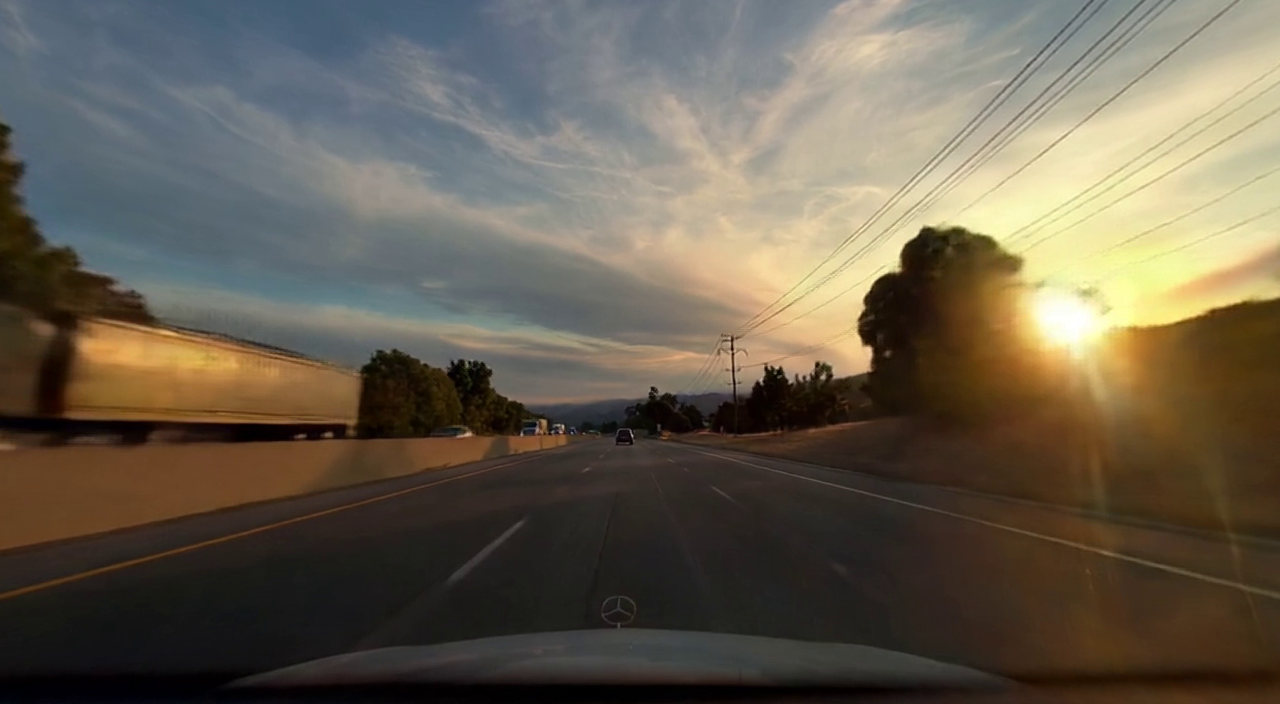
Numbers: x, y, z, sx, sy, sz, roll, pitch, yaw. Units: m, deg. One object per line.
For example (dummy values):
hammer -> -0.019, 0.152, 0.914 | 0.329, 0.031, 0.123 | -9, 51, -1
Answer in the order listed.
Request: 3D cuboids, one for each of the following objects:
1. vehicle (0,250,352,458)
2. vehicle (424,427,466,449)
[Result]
vehicle -> -12.525, 0.887, 17.543 | 2.885, 3.633, 13.483 | 0, -8, -1
vehicle -> -13.717, 6.052, 44.366 | 1.838, 1.491, 3.446 | 0, -8, 0
